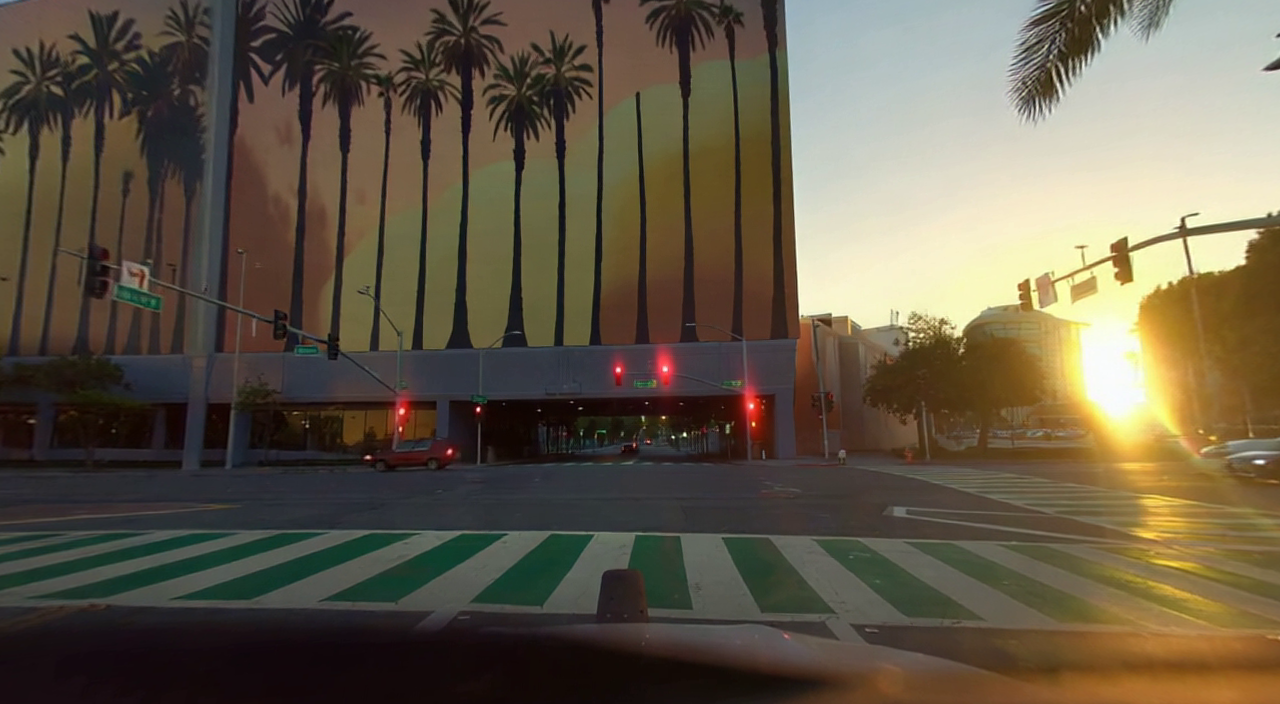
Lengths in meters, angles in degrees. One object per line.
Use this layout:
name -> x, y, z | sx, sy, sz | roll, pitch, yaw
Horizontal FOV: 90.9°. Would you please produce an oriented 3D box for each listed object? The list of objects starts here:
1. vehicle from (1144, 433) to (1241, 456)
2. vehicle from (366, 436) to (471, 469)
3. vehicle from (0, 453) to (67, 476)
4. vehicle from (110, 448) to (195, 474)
vehicle -> 36.129, 6.040, 41.269 | 4.606, 1.449, 1.687 | 0, -8, 2
vehicle -> -13.114, 5.962, 37.569 | 5.477, 1.880, 2.125 | 0, -8, 1
vehicle -> -41.631, 7.608, 42.796 | 3.698, 1.508, 1.779 | 0, -8, 1
vehicle -> -33.042, 7.400, 42.774 | 4.136, 1.661, 1.857 | 0, -8, 1
